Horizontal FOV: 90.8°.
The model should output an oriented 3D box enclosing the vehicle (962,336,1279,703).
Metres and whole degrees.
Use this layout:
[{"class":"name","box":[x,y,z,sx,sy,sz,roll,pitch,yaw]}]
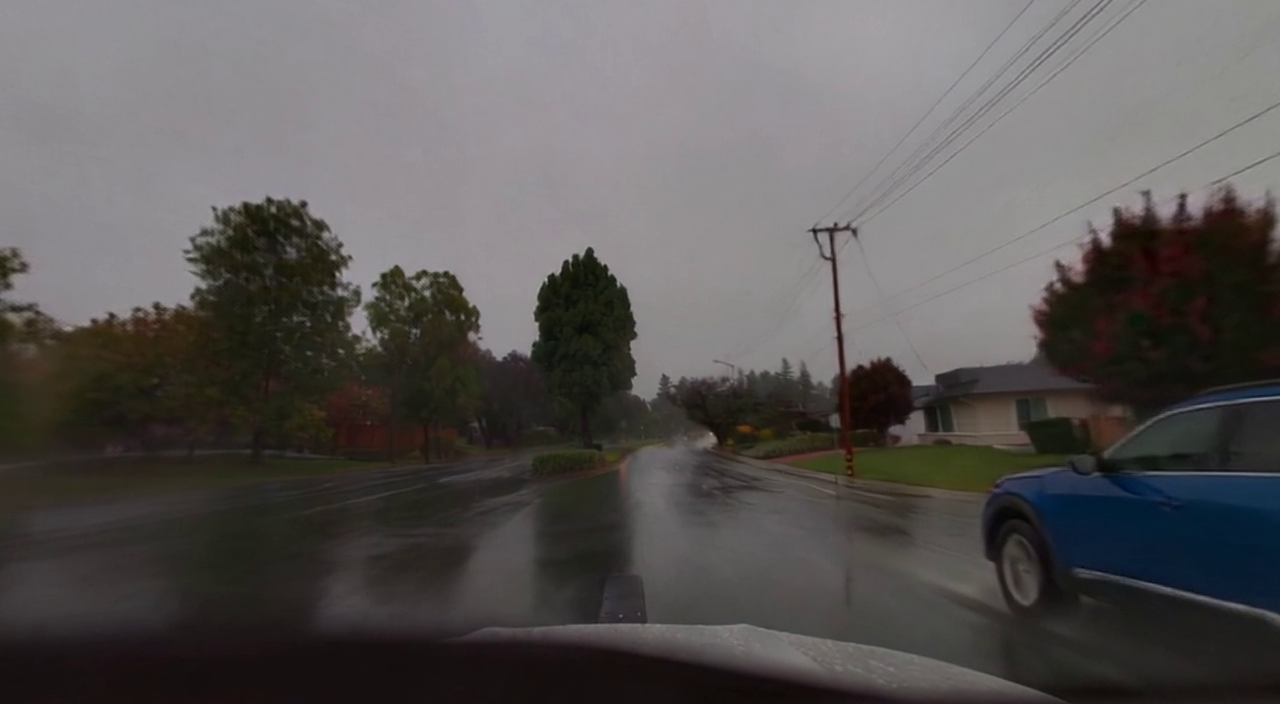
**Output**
[{"class":"vehicle","box":[3.949,0.870,3.122,2.193,1.777,4.772,0,-9,0]}]
